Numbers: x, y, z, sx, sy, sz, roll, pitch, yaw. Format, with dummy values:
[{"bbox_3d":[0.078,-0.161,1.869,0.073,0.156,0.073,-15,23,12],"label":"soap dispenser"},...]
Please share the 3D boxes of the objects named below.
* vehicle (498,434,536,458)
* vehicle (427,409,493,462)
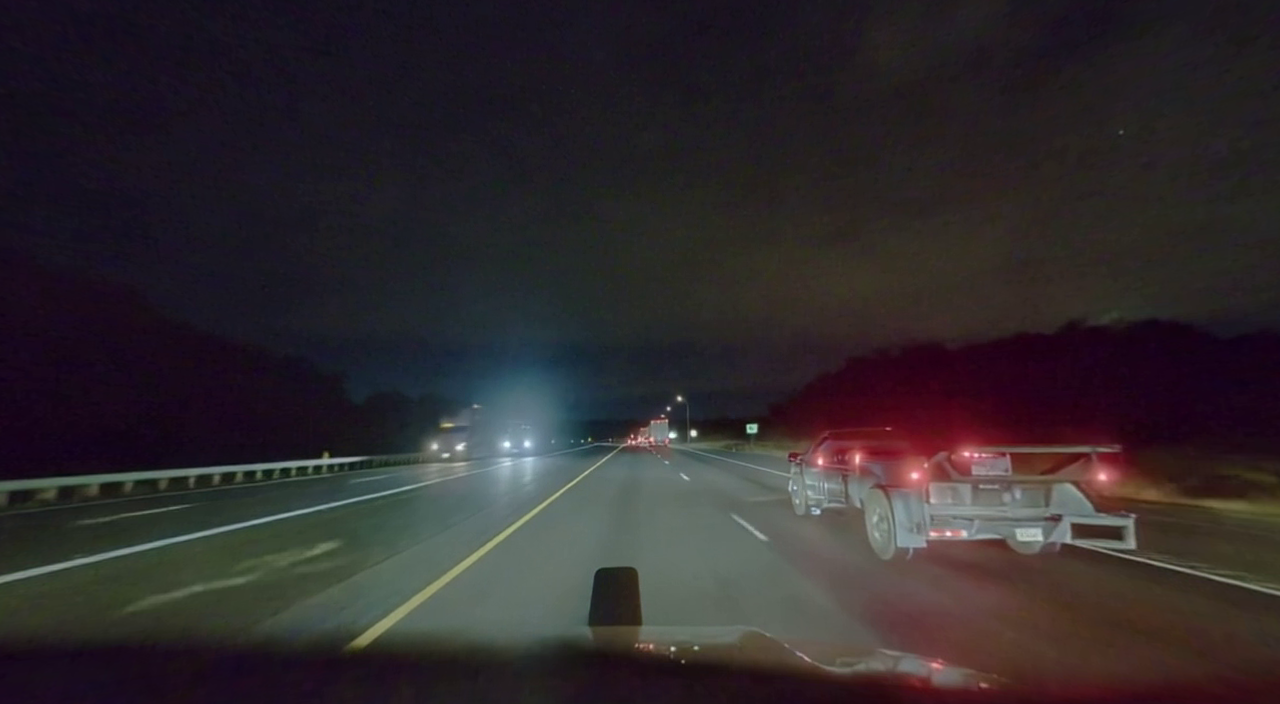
[{"bbox_3d":[-9.433,7.255,48.642,2.058,1.735,4.603,0,-8,0],"label":"vehicle"},{"bbox_3d":[-13.542,6.376,48.175,2.653,3.576,8.959,-1,-7,-1],"label":"vehicle"}]
